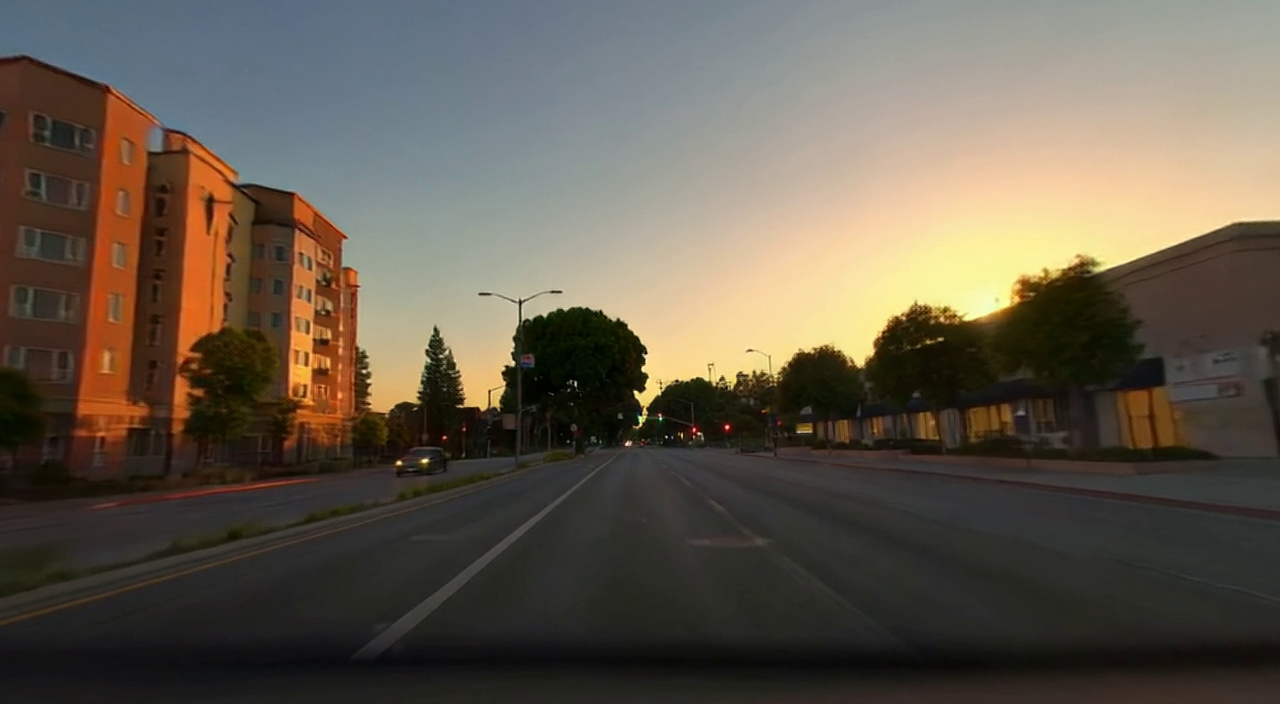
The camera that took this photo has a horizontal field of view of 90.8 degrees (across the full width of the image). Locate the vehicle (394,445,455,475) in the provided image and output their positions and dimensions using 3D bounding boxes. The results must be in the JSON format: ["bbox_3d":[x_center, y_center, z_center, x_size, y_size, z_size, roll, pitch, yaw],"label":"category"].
[{"bbox_3d":[-12.959,6.501,38.258,2.090,1.691,4.497,0,-9,0],"label":"vehicle"}]
